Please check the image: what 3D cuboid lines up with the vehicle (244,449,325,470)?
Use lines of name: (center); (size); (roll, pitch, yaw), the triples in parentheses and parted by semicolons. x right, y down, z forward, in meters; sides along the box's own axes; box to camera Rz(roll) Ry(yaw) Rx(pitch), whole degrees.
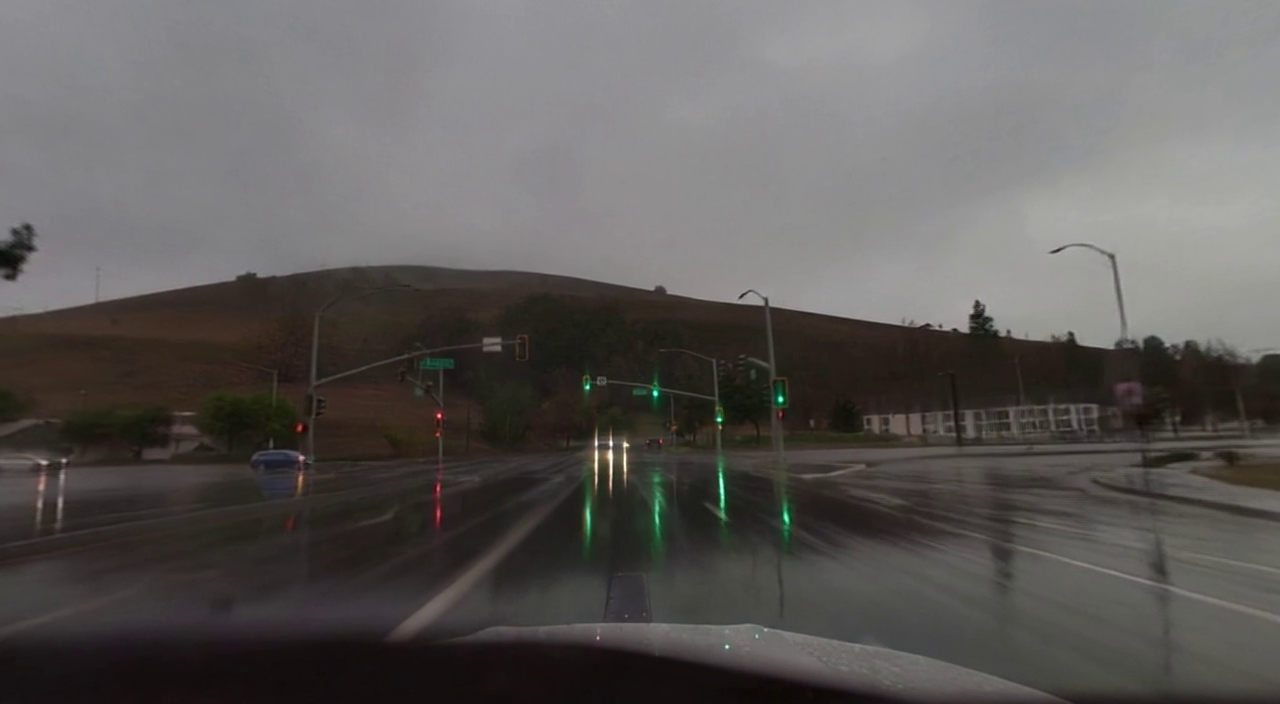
vehicle: (-24.746, 7.492, 44.002); (4.518, 1.423, 1.888); (0, -8, 2)
